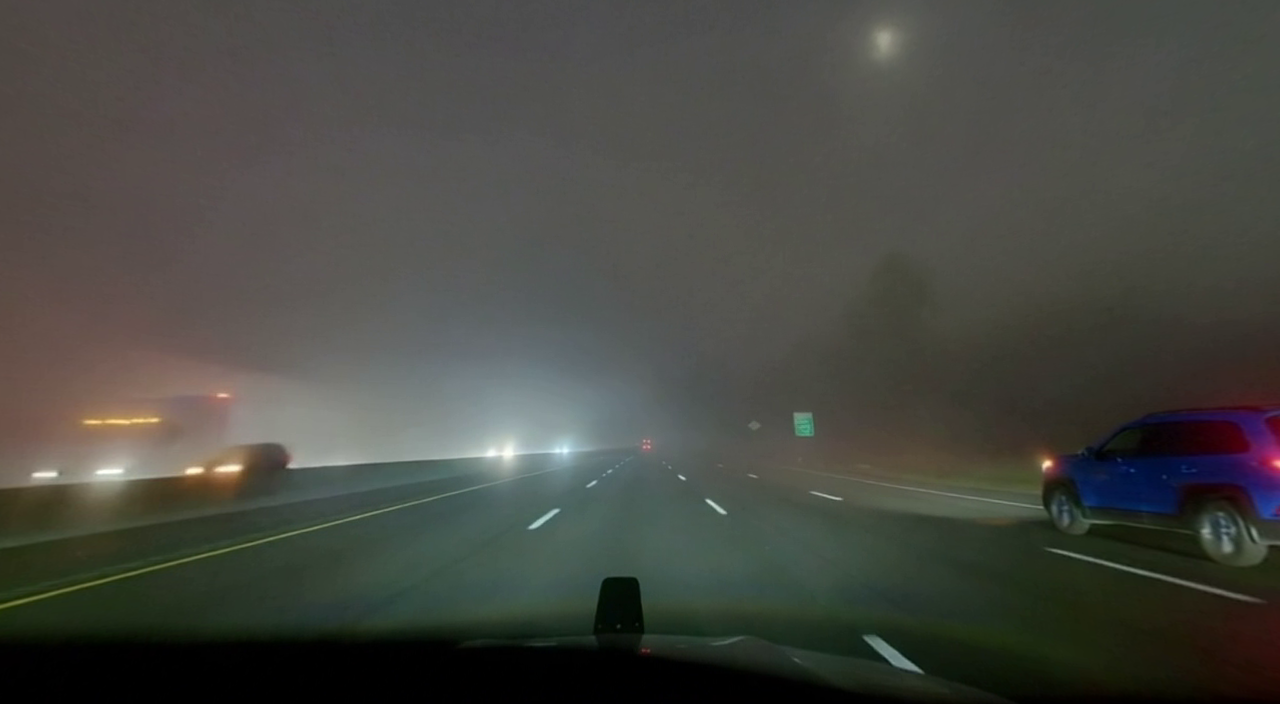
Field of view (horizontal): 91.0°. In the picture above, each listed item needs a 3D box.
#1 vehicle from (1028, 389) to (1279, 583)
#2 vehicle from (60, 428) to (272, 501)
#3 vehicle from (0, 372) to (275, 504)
[{"bbox_3d":[7.264,1.479,7.307,2.186,1.848,5.136,0,-9,0],"label":"vehicle"},{"bbox_3d":[-12.956,3.103,17.785,2.080,1.752,4.892,0,-9,1],"label":"vehicle"},{"bbox_3d":[-16.840,3.013,21.559,2.944,3.531,9.250,0,-9,1],"label":"vehicle"}]
